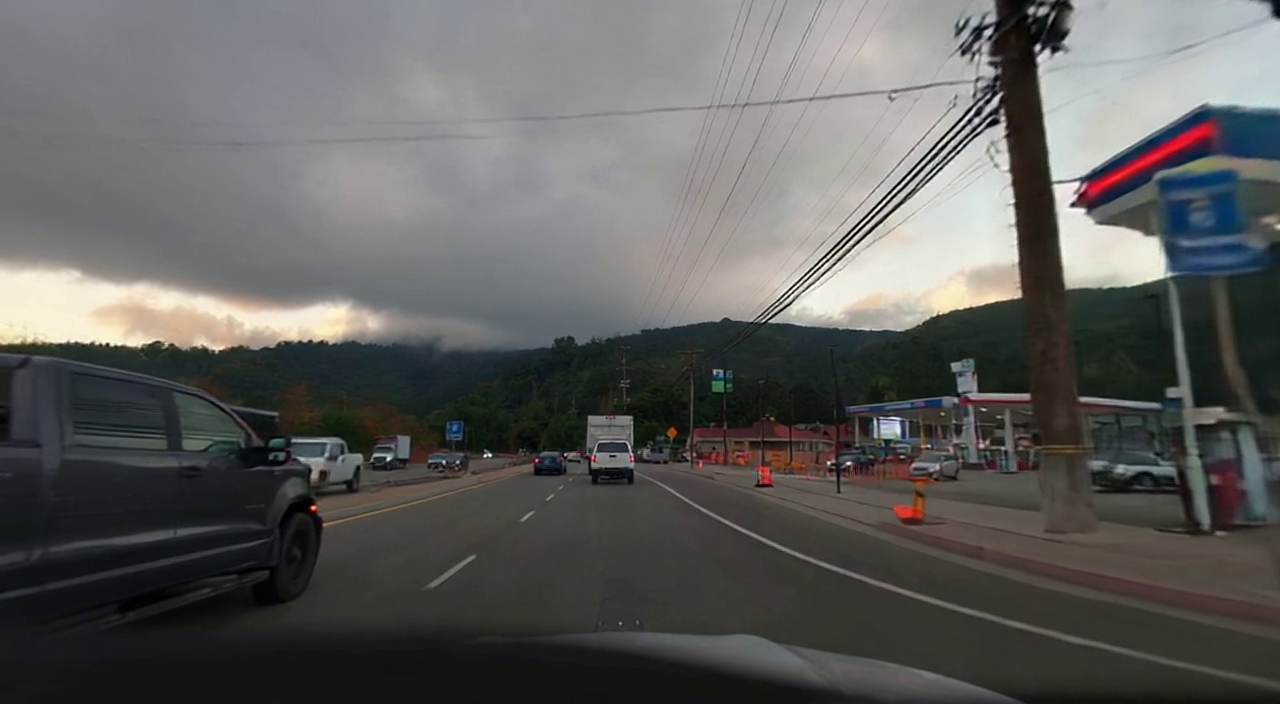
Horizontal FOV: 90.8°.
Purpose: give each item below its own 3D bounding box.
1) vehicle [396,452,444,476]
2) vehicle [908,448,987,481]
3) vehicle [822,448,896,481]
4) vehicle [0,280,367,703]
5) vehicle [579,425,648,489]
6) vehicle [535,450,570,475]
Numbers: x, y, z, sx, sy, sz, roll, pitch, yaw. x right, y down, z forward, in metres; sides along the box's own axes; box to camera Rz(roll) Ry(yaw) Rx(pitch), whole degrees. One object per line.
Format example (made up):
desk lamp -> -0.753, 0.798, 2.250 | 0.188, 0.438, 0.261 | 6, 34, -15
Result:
vehicle -> -15.038, 7.644, 43.342 | 1.993, 1.455, 3.967 | 0, -9, -3
vehicle -> 18.821, 6.805, 38.586 | 5.424, 1.844, 2.255 | 7, -11, -40
vehicle -> 14.031, 7.106, 40.323 | 5.331, 1.917, 2.166 | 8, -12, -43
vehicle -> -3.815, 0.817, 3.215 | 2.345, 2.012, 5.693 | 0, -9, -1
vehicle -> -1.085, 4.211, 25.556 | 2.486, 2.280, 5.291 | 0, -9, -3
vehicle -> -5.637, 7.172, 41.172 | 1.972, 1.496, 4.150 | 1, -9, -4
